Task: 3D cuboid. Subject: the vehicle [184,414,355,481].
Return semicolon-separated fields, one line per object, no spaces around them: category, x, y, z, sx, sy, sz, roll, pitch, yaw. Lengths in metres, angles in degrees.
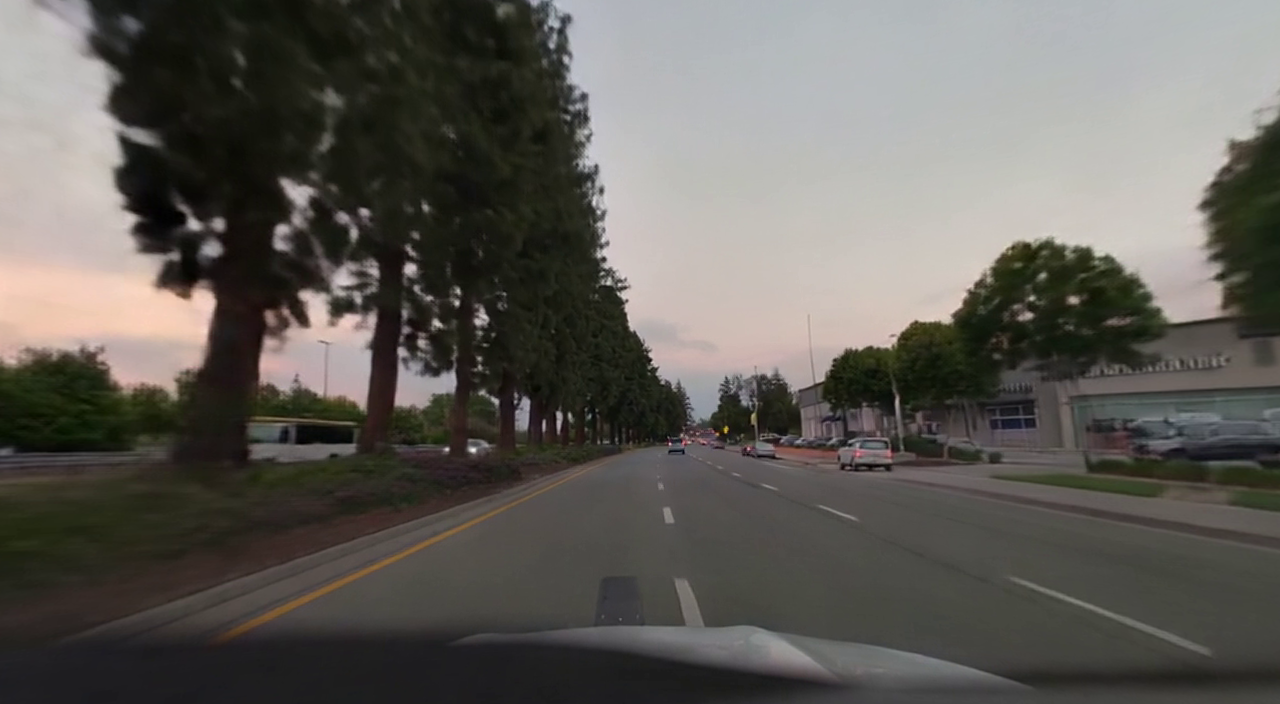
vehicle;-14.516;3.855;25.569;2.626;2.310;6.781;0;-8;2

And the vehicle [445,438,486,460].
vehicle;-13.017;7.258;47.368;1.802;1.535;4.031;0;-9;1

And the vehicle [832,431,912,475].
vehicle;11.232;4.943;31.008;2.264;1.958;5.135;-1;-9;4
